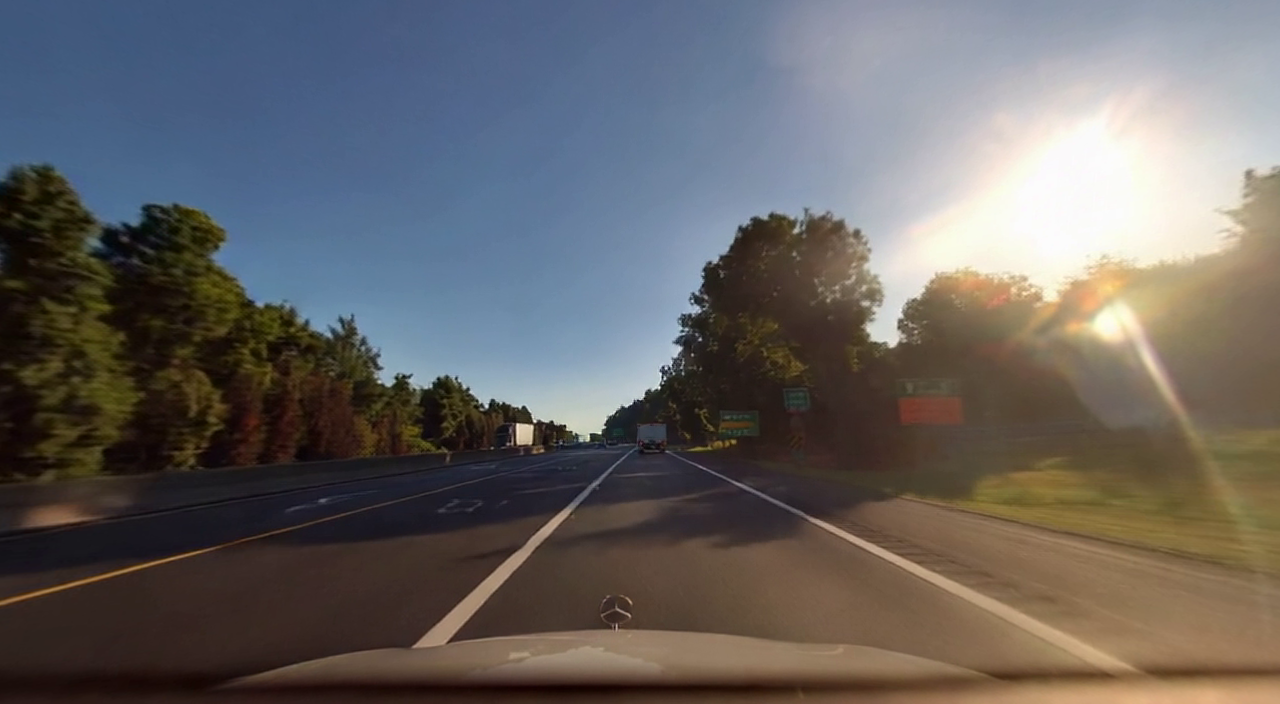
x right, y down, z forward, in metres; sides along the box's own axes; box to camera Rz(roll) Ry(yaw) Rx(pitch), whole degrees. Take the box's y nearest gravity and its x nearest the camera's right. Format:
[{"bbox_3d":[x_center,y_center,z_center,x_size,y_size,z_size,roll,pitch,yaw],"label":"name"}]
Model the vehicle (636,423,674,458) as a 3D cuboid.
[{"bbox_3d":[0.965,6.376,45.689,2.495,2.327,5.800,0,-8,-1],"label":"vehicle"}]
